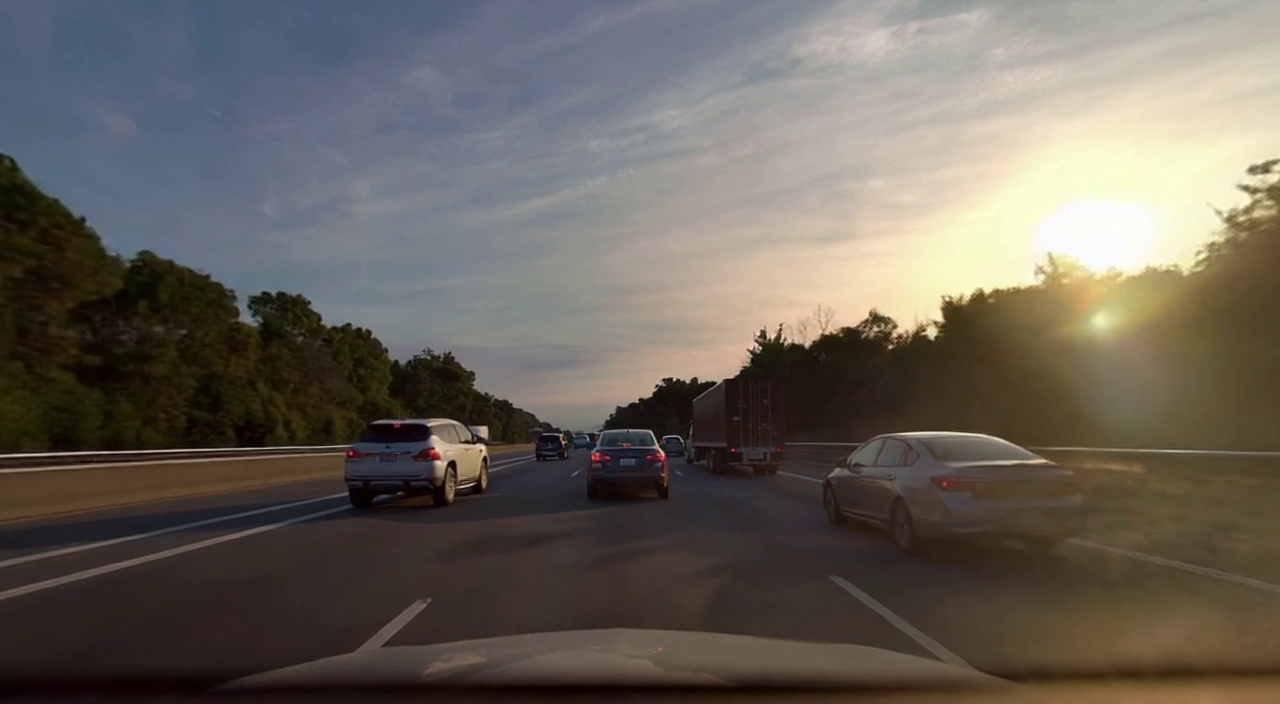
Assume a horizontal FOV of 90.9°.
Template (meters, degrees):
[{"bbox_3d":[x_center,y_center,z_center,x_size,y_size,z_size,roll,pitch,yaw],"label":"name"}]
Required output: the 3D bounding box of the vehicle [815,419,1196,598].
[{"bbox_3d":[3.617,1.574,7.291,1.951,1.477,3.963,0,-8,-1],"label":"vehicle"}]

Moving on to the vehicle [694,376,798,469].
[{"bbox_3d":[5.295,4.074,35.016,2.888,4.135,14.071,0,-8,-2],"label":"vehicle"}]

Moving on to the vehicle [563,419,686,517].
[{"bbox_3d":[-0.307,2.236,12.655,2.083,1.647,3.799,0,-8,-1],"label":"vehicle"}]

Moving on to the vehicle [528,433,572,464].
[{"bbox_3d":[-5.112,5.506,36.243,1.971,1.648,3.983,0,-8,-1],"label":"vehicle"}]

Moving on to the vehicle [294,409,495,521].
[{"bbox_3d":[-4.488,2.135,12.523,2.101,1.767,4.702,0,-8,0],"label":"vehicle"}]
